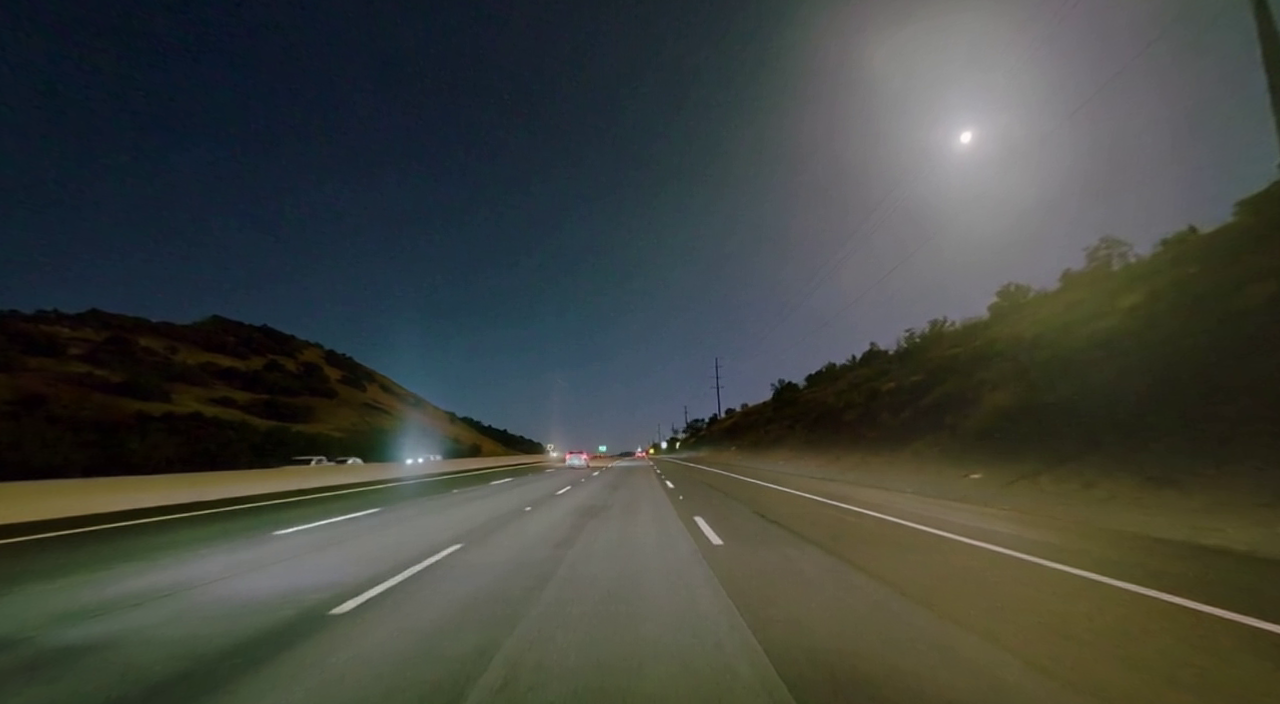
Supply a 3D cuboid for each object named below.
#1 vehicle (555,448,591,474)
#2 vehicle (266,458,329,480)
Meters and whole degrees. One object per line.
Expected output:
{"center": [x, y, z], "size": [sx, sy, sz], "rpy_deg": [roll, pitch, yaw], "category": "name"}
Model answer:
{"center": [-4.246, 6.970, 40.570], "size": [1.924, 1.511, 4.079], "rpy_deg": [0, -9, 0], "category": "vehicle"}
{"center": [-25.750, 8.786, 47.658], "size": [2.040, 1.498, 4.714], "rpy_deg": [-1, -9, 1], "category": "vehicle"}
